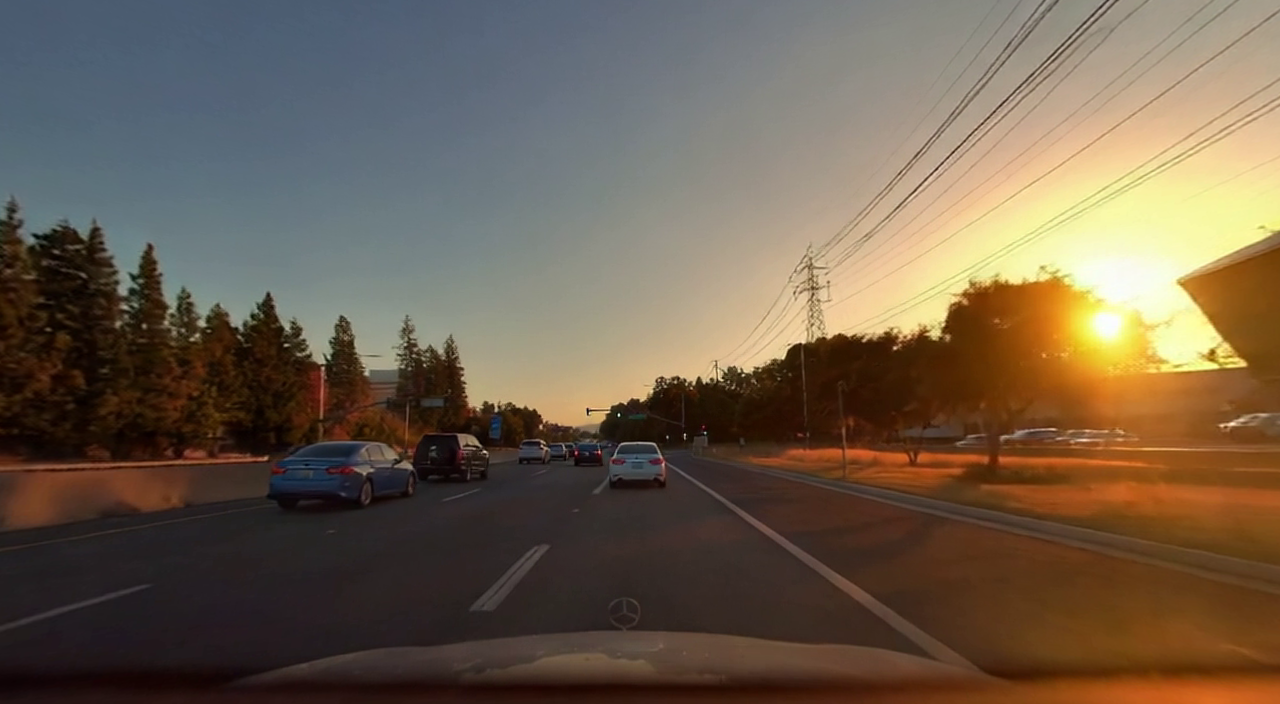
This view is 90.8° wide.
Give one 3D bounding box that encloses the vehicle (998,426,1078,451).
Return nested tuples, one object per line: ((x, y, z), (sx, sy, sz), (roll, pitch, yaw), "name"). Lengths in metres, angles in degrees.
((29.567, 6.440, 47.029), (4.554, 1.761, 2.095), (0, -8, 0), "vehicle")

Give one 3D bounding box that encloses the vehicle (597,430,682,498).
((-0.044, 3.110, 17.929), (2.140, 1.653, 4.108), (0, -8, -1), "vehicle")

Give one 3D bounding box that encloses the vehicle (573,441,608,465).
((-3.273, 6.829, 42.706), (2.055, 1.510, 3.961), (0, -8, 0), "vehicle")

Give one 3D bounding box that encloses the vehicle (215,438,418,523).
((-6.542, 2.613, 13.496), (1.900, 1.483, 4.547), (0, -8, 1), "vehicle")

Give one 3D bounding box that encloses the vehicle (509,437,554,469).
((-6.346, 5.958, 37.316), (1.914, 1.756, 4.179), (0, -8, 0), "vehicle")

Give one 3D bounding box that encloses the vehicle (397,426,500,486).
((-6.730, 3.710, 22.896), (2.144, 1.905, 4.967), (0, -8, 0), "vehicle")

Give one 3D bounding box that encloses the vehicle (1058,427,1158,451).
((29.638, 5.536, 40.093), (4.674, 1.485, 1.874), (-1, -8, 6), "vehicle")
